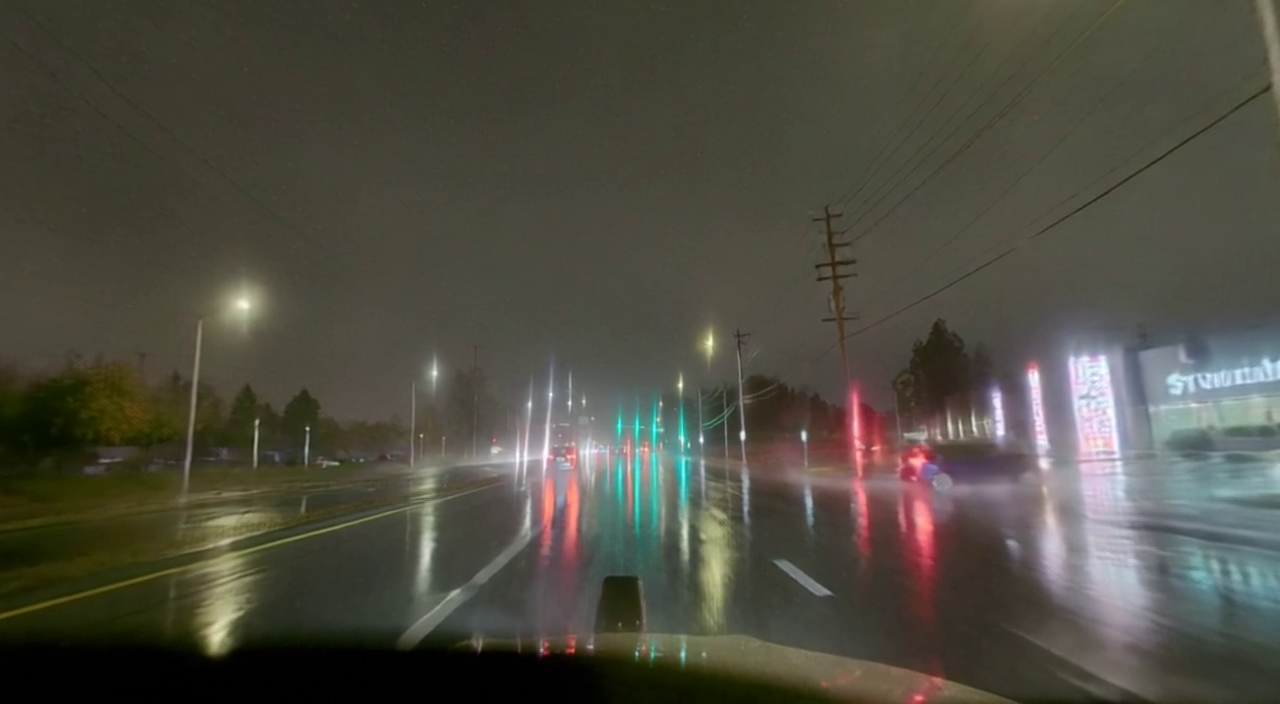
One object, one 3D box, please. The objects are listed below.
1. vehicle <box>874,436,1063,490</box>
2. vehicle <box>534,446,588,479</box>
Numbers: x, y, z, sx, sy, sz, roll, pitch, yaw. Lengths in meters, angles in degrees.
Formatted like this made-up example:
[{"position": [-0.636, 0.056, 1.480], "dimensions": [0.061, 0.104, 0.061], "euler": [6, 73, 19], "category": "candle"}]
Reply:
[{"position": [10.268, 3.473, 19.928], "dimensions": [4.885, 1.576, 2.024], "euler": [1, -9, -6], "category": "vehicle"}, {"position": [-3.719, 5.279, 30.368], "dimensions": [2.076, 1.444, 4.328], "euler": [0, -9, 0], "category": "vehicle"}]
